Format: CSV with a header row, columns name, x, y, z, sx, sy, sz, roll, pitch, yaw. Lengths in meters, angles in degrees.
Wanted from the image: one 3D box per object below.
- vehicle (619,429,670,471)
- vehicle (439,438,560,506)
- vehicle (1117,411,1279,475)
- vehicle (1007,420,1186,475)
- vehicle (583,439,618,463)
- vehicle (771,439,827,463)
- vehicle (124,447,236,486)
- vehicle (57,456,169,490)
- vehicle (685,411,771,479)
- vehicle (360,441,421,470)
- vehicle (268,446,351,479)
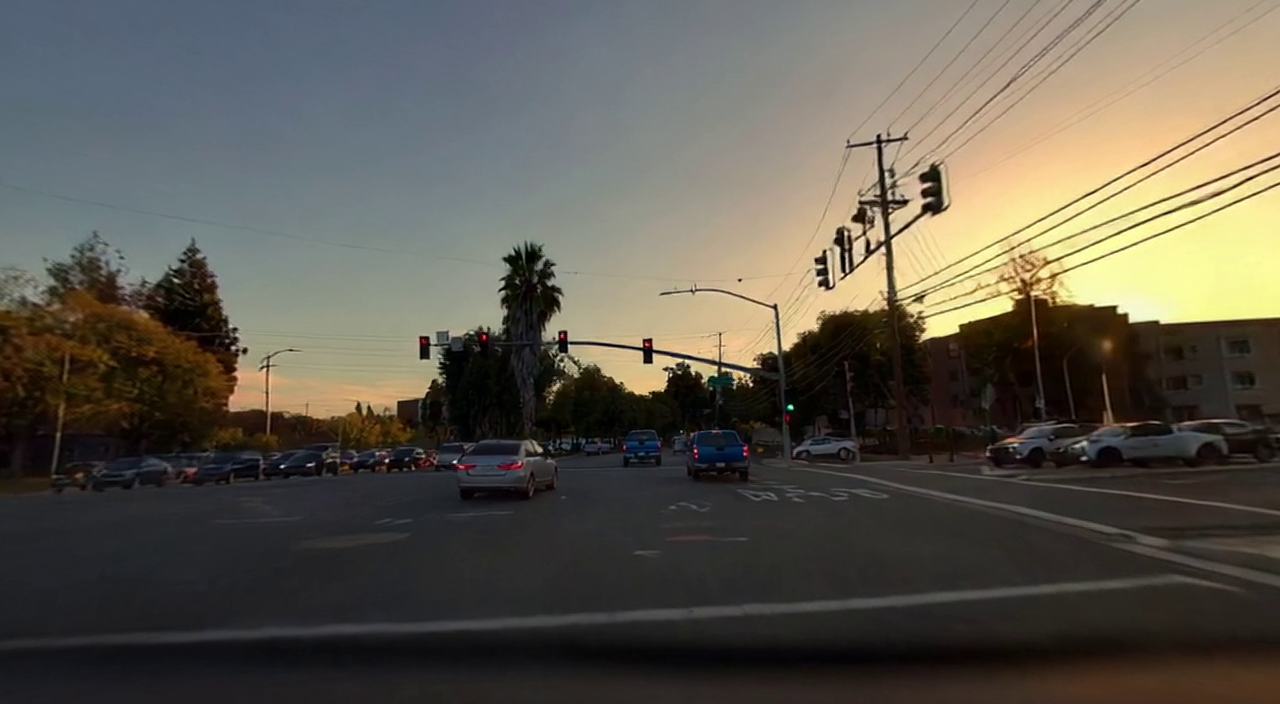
name,x,y,z,sx,sy,sz,roll,pitch,yaw
vehicle,0.342,5.493,35.488,2.643,2.145,5.585,-1,-9,3
vehicle,-3.403,3.002,16.289,1.939,1.494,4.499,0,-9,2
vehicle,17.411,2.757,18.949,4.782,1.768,2.152,2,-9,-11
vehicle,15.467,3.273,21.533,4.681,1.756,2.109,2,-9,-9
vehicle,-3.013,7.620,48.634,2.273,1.749,4.385,0,-9,2
vehicle,11.644,7.283,46.499,2.010,1.633,4.246,2,-9,-17
vehicle,-24.421,6.068,33.815,2.224,1.759,4.994,-4,-9,0
vehicle,-28.014,6.414,33.815,1.985,1.609,4.536,-1,-9,1
vehicle,3.728,4.184,28.463,2.905,2.636,6.895,0,-8,1
vehicle,-17.353,7.236,44.292,2.000,1.894,5.301,0,-9,1
vehicle,-17.946,5.988,34.599,1.958,1.683,4.559,0,-9,2
